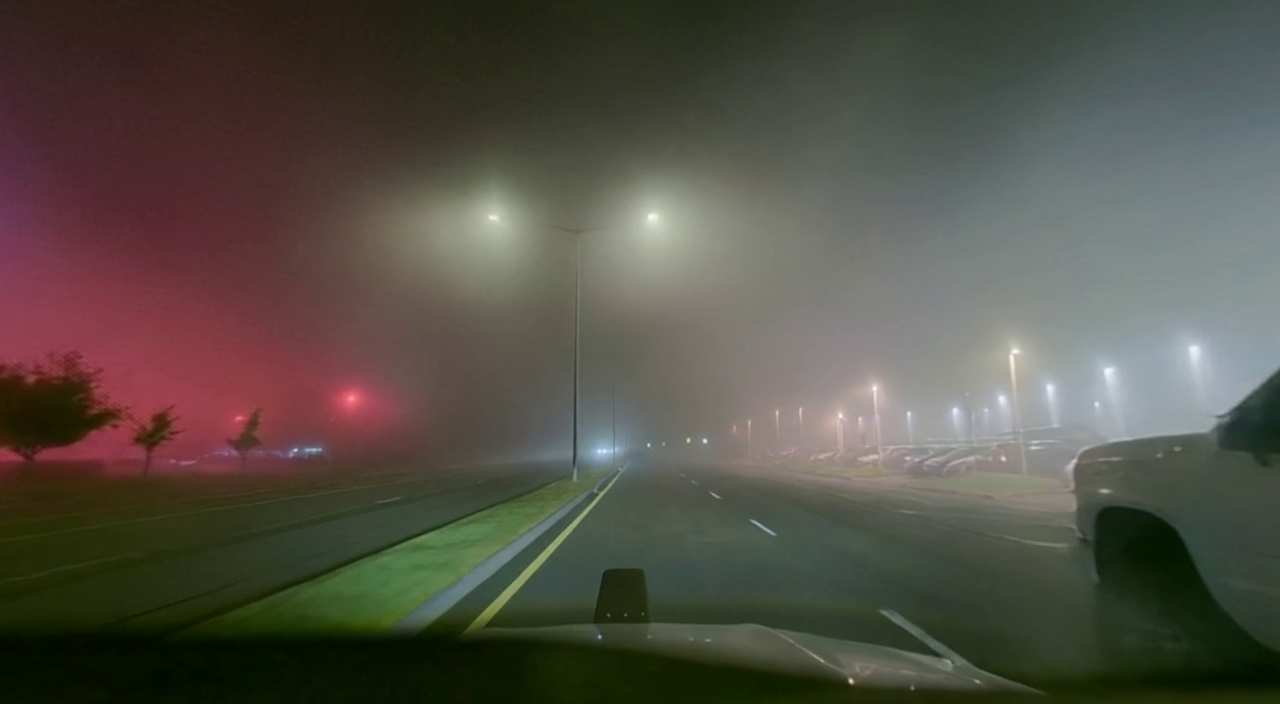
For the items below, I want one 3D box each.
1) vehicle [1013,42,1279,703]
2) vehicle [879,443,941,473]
[{"bbox_3d":[3.266,0.083,0.448,2.484,2.642,5.990,-1,-8,3],"label":"vehicle"},{"bbox_3d":[17.227,6.734,40.457,1.882,1.699,4.367,-2,-8,-1],"label":"vehicle"}]
